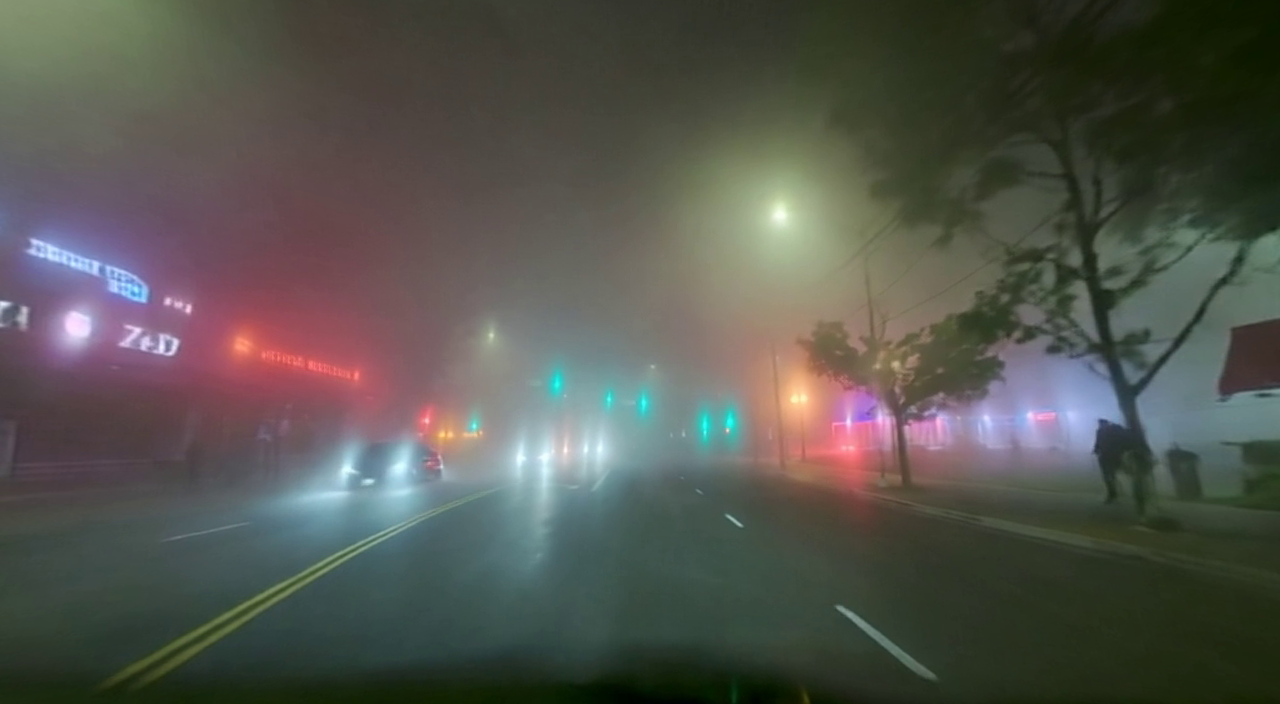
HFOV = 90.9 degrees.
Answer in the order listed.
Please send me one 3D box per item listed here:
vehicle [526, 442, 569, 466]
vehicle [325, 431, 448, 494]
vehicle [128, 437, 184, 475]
[{"bbox_3d":[-6.021,6.711,41.644,2.097,1.495,4.489,0,-8,1],"label":"vehicle"},{"bbox_3d":[-8.586,3.773,21.980,2.242,1.919,4.922,0,-8,0],"label":"vehicle"},{"bbox_3d":[-26.551,5.671,34.742,2.099,1.901,4.832,6,-10,-35],"label":"vehicle"}]
